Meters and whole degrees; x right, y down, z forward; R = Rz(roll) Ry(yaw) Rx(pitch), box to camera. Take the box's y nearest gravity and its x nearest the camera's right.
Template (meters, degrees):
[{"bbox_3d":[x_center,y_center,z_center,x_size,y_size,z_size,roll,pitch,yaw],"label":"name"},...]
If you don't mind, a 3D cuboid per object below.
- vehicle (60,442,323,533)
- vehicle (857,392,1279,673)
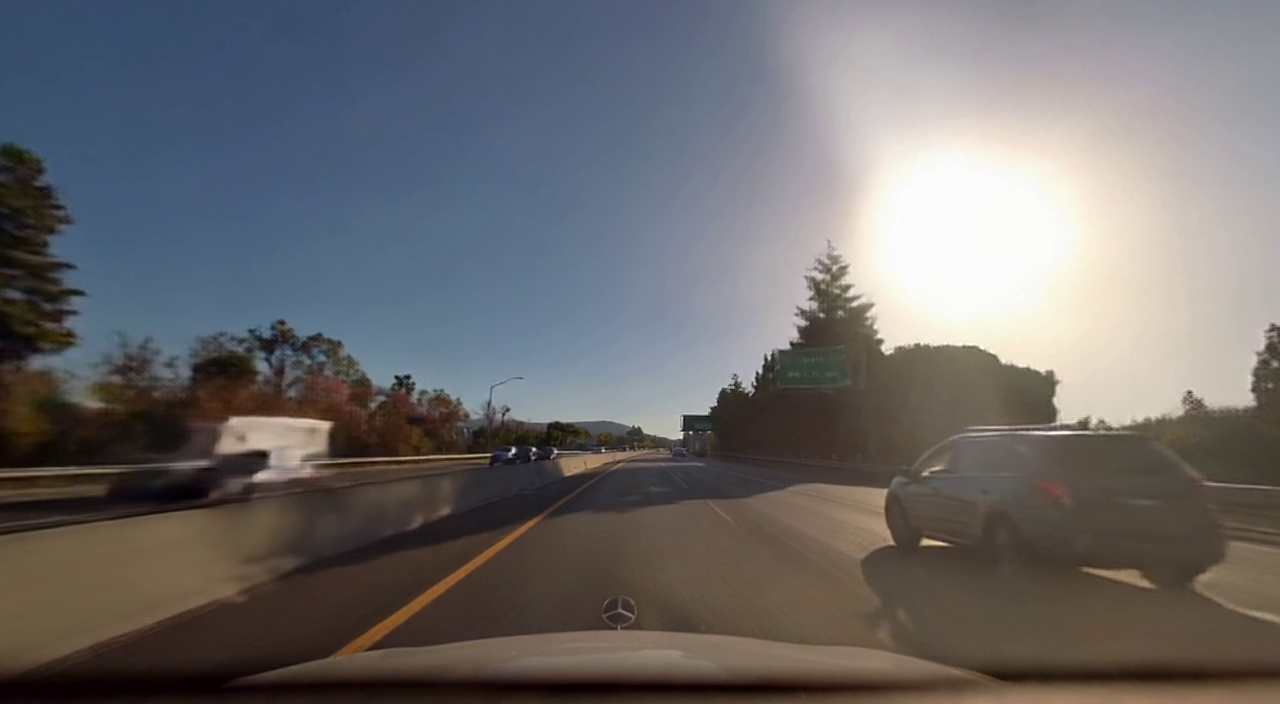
[{"bbox_3d":[-8.794,2.672,12.987,2.063,1.512,4.610,0,-9,0],"label":"vehicle"},{"bbox_3d":[4.063,1.436,6.168,2.089,1.660,4.729,0,-9,-1],"label":"vehicle"}]
